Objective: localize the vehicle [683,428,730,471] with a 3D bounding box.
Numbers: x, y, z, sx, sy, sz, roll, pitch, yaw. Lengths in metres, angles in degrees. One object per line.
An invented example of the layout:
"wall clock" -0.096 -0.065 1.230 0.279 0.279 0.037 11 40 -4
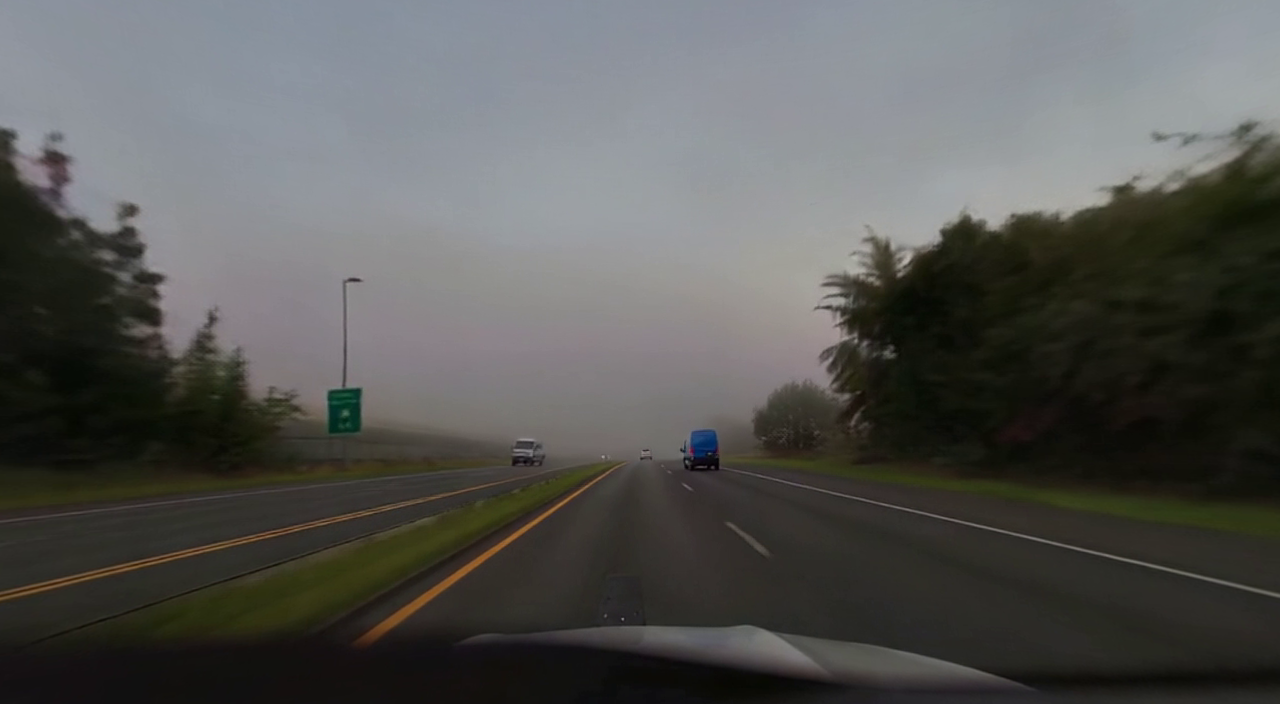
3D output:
"vehicle" 4.376 6.591 42.674 2.437 2.735 5.507 0 -9 -1
